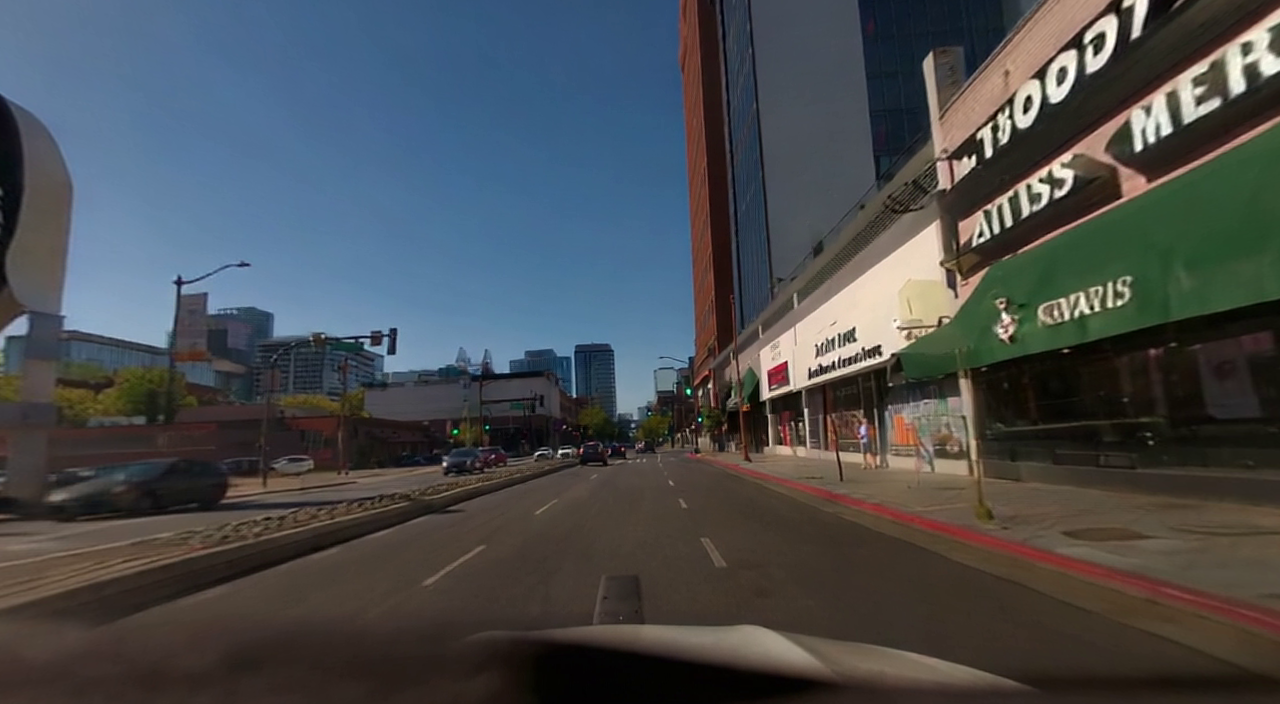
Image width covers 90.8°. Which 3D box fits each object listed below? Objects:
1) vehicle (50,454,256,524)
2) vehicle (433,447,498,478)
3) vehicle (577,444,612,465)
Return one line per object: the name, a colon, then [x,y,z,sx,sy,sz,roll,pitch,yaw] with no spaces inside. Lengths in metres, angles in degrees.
vehicle: [-12.412,3.462,16.585,1.756,1.511,4.474,-1,-9,1]
vehicle: [-9.002,5.731,33.053,2.050,1.457,4.338,-1,-9,2]
vehicle: [-3.101,7.162,44.253,1.962,1.420,4.021,-1,-9,3]
